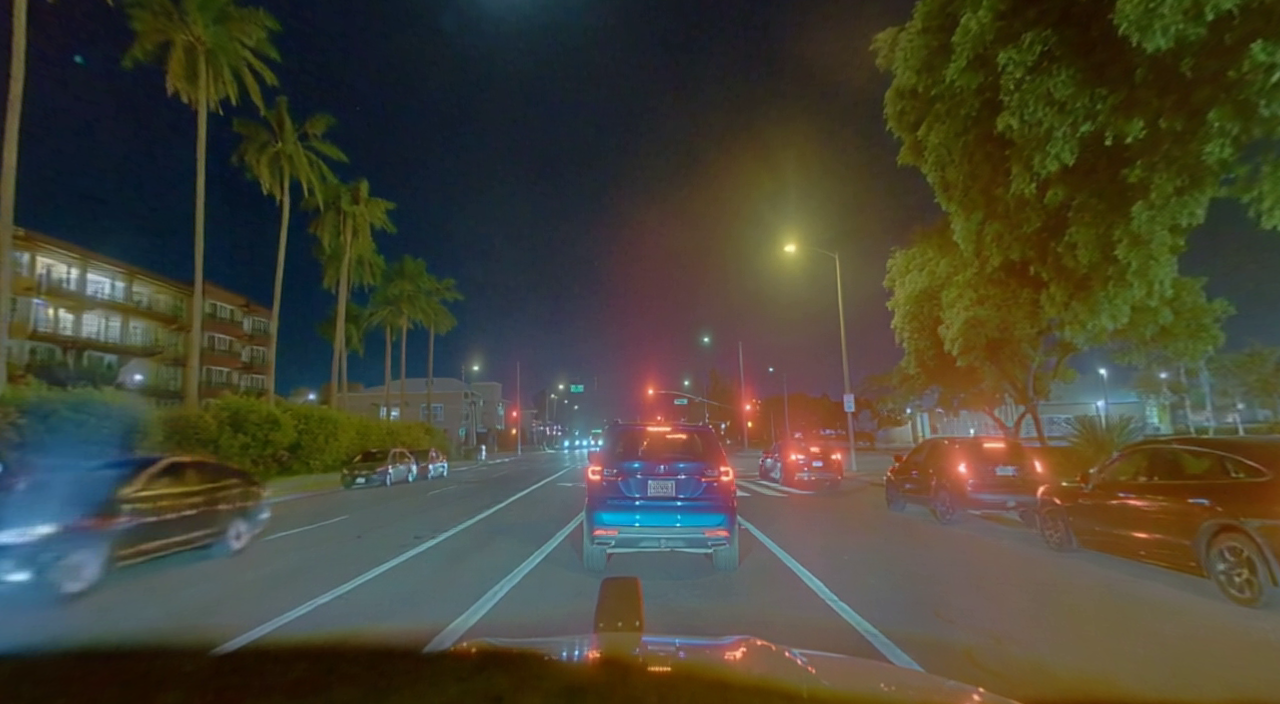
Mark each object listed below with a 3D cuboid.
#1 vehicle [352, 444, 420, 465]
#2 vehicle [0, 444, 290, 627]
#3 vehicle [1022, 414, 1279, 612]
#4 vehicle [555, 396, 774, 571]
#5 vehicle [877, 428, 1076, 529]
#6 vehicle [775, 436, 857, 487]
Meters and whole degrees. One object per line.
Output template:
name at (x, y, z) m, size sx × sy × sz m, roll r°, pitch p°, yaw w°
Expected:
vehicle at (-18.701, 7.574, 46.679) m, size 1.759 × 1.457 × 4.297 m, roll -7°, pitch -11°, yaw 38°
vehicle at (-6.217, 1.794, 7.111) m, size 1.928 × 1.475 × 4.645 m, roll 0°, pitch -8°, yaw 0°
vehicle at (6.457, 1.599, 6.924) m, size 1.935 × 1.672 × 4.139 m, roll 0°, pitch -8°, yaw 1°
vehicle at (0.282, 1.684, 8.753) m, size 2.264 × 1.798 × 4.258 m, roll 0°, pitch -8°, yaw 1°
vehicle at (6.688, 2.525, 13.238) m, size 1.930 × 1.736 × 4.329 m, roll -1°, pitch -8°, yaw 3°
vehicle at (6.542, 4.094, 23.951) m, size 1.948 × 1.729 × 4.023 m, roll 0°, pitch -8°, yaw 0°
